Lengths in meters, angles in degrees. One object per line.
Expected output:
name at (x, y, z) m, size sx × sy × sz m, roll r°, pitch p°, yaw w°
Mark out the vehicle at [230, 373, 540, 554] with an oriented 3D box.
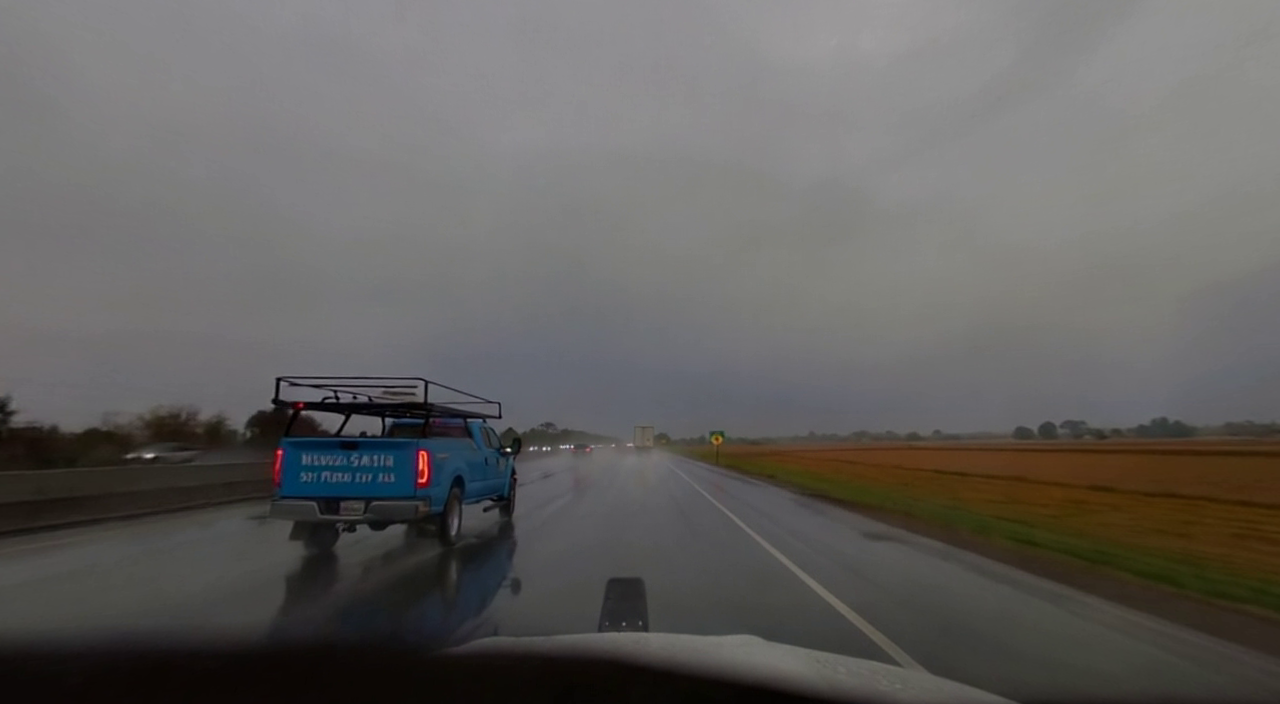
vehicle at (-3.838, 1.915, 11.593) m, size 2.791 × 2.330 × 6.725 m, roll 0°, pitch -8°, yaw 1°
